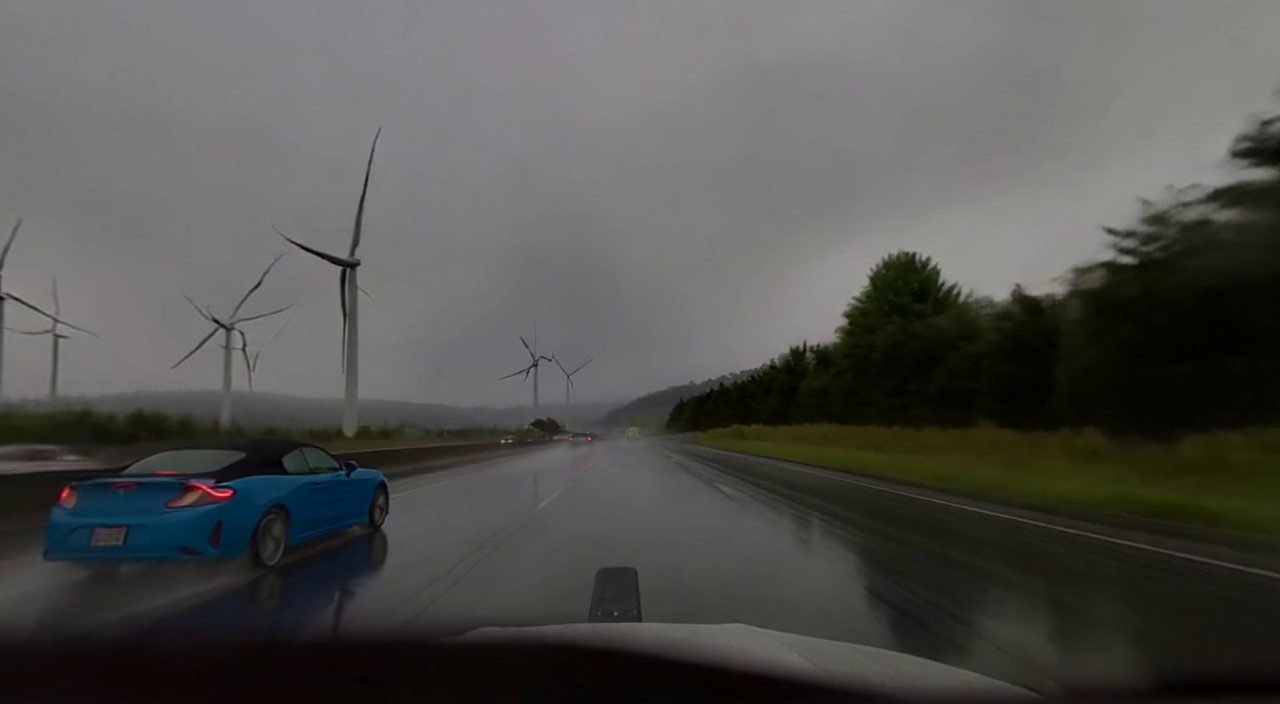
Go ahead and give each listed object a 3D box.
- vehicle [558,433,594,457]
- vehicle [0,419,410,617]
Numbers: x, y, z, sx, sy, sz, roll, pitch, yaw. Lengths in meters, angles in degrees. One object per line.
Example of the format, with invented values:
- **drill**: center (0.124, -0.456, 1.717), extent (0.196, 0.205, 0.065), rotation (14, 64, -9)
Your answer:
- **vehicle**: center (-4.095, 5.984, 40.649), extent (2.024, 1.456, 3.754), rotation (0, -8, -1)
- **vehicle**: center (-4.177, 1.483, 6.691), extent (1.969, 1.413, 4.194), rotation (0, -8, -1)
